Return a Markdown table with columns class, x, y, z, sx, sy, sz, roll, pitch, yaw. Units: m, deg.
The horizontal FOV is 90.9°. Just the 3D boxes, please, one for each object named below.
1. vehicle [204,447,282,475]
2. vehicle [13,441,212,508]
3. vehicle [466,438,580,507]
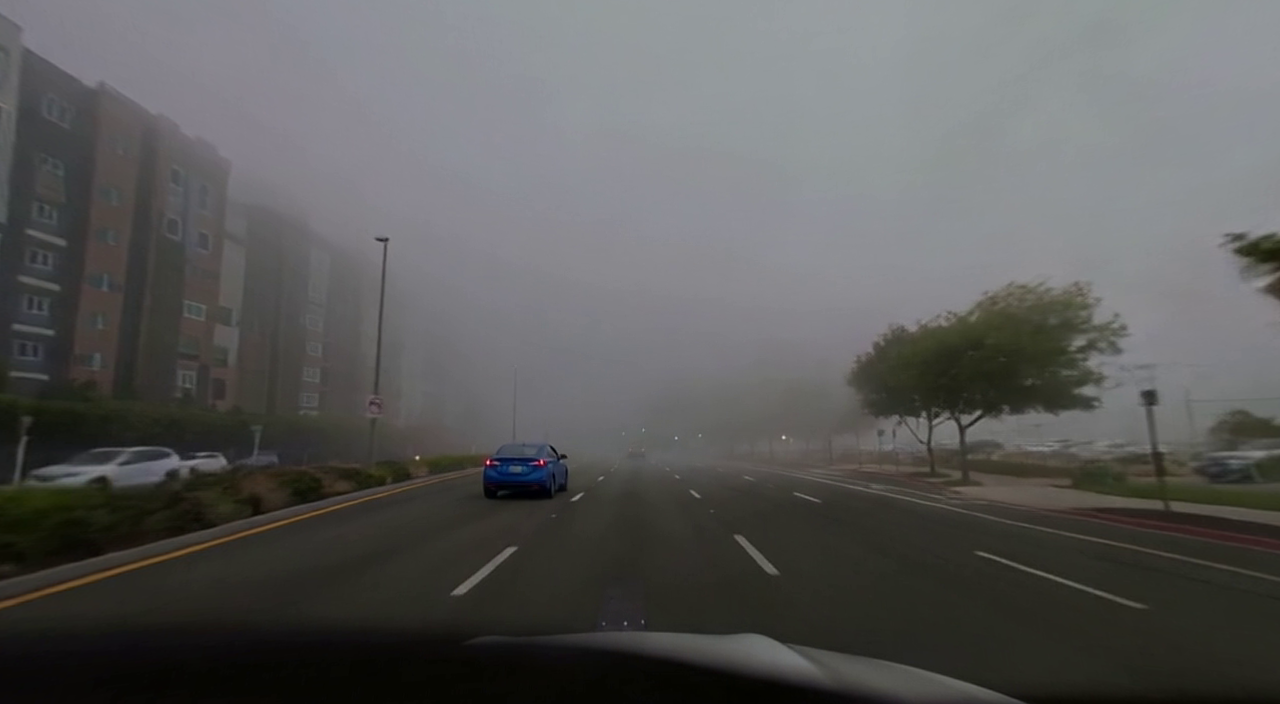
| class | x | y | z | sx | sy | sz | roll | pitch | yaw |
| --- | --- | --- | --- | --- | --- | --- | --- | --- | --- |
| vehicle | -26.557 | 7.288 | 42.392 | 1.786 | 1.713 | 4.992 | 1 | -9 | 2 |
| vehicle | -15.789 | 3.648 | 19.326 | 2.055 | 1.757 | 4.724 | 0 | -8 | -2 |
| vehicle | -2.841 | 3.037 | 16.392 | 2.009 | 1.489 | 4.543 | -1 | -8 | 1 |
